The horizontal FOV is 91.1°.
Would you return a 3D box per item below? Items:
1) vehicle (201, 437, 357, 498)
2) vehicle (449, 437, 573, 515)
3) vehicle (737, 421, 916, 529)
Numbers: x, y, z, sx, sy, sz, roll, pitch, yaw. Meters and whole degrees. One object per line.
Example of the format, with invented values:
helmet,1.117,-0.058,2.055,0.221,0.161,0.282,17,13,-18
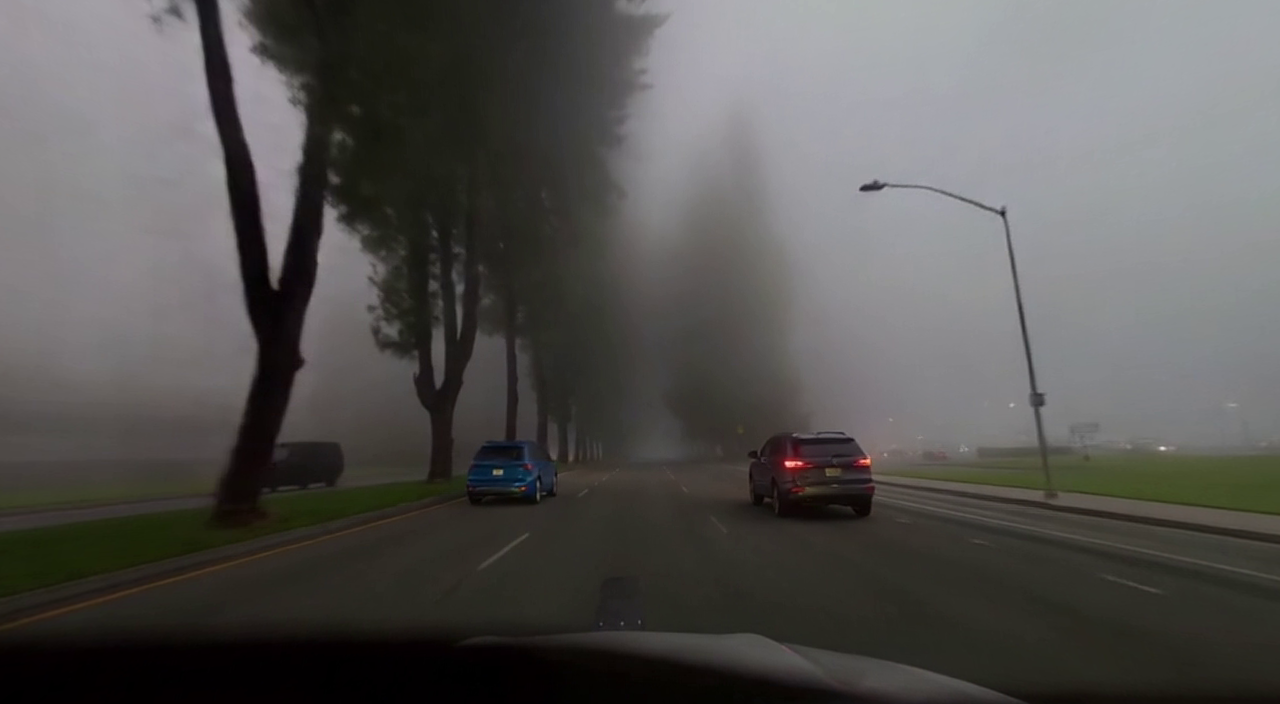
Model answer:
vehicle,-19.478,6.256,34.923,2.891,2.907,9.406,0,-9,1
vehicle,-2.961,2.948,15.457,2.025,1.635,4.293,0,-9,2
vehicle,3.481,2.422,12.966,2.087,1.759,5.040,0,-9,-1
